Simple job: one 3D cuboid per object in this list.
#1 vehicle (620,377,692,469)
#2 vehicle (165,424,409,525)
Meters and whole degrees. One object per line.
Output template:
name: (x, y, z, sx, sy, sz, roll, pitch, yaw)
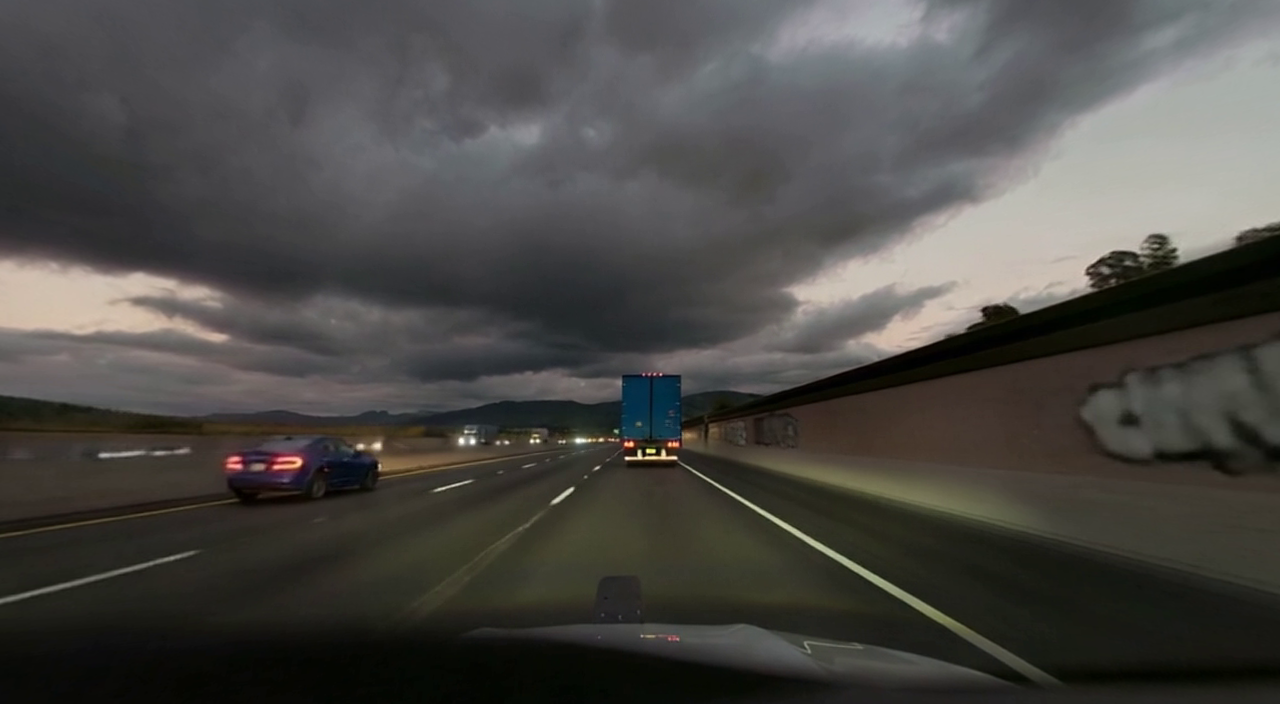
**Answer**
vehicle: (0.511, 3.618, 31.244, 2.921, 3.765, 10.773, 0, -8, -1)
vehicle: (-6.281, 2.192, 12.015, 1.982, 1.535, 4.519, 0, -8, 1)
